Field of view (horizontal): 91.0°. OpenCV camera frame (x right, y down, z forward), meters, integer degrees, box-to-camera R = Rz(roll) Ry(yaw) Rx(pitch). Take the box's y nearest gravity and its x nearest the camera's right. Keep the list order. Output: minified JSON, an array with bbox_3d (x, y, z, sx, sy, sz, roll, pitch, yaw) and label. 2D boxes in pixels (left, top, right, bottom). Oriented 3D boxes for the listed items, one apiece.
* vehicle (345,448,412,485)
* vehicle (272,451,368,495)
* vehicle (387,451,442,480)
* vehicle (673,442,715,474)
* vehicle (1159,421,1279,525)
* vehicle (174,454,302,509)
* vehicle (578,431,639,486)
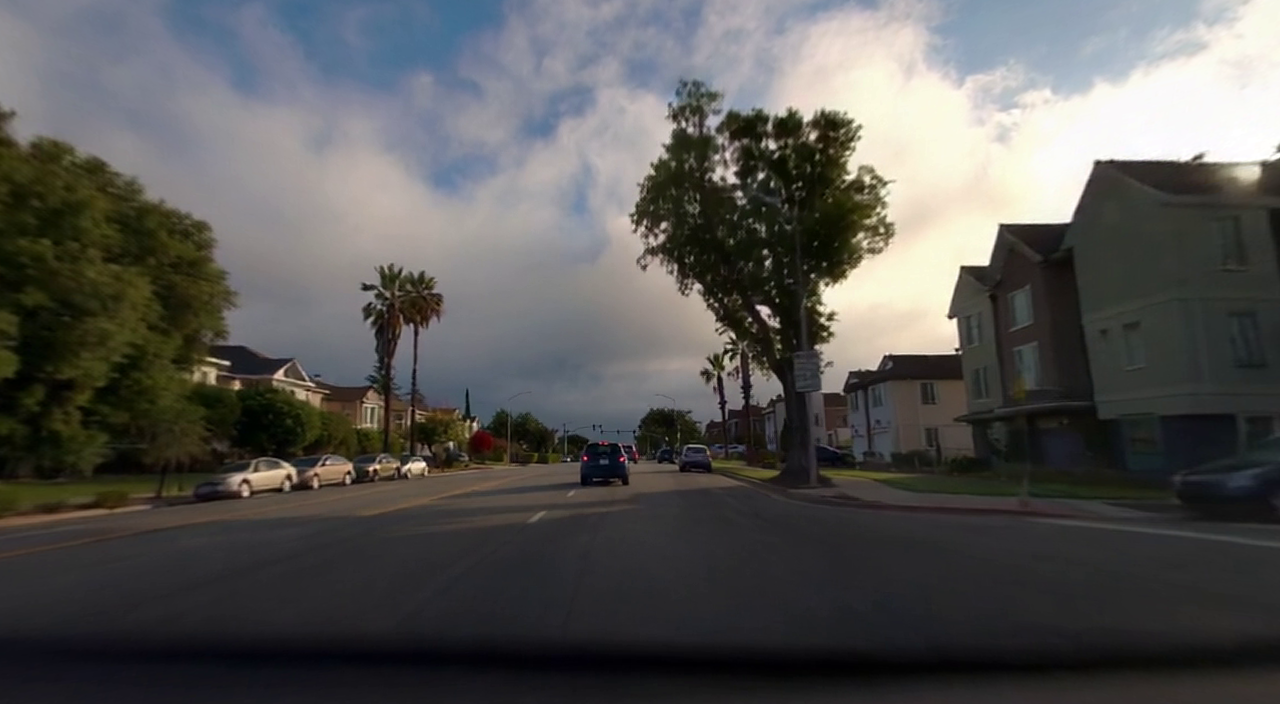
[{"bbox_3d":[-14.187,6.202,34.420,1.890,1.640,4.320,-3,-7,-1],"label":"vehicle"},{"bbox_3d":[-14.164,5.335,28.182,1.875,1.496,4.728,-4,-7,0],"label":"vehicle"},{"bbox_3d":[-14.273,7.169,40.083,1.877,1.443,4.677,-3,-7,-1],"label":"vehicle"},{"bbox_3d":[3.145,6.297,37.464,1.949,1.685,4.161,3,-9,-2],"label":"vehicle"},{"bbox_3d":[12.711,2.022,11.404,4.873,1.624,1.924,-3,-9,-2],"label":"vehicle"},{"bbox_3d":[-14.225,4.549,22.625,1.884,1.451,4.435,-4,-7,-2],"label":"vehicle"},{"bbox_3d":[-1.060,3.975,23.730,1.994,1.810,5.057,0,-9,1],"label":"vehicle"}]
